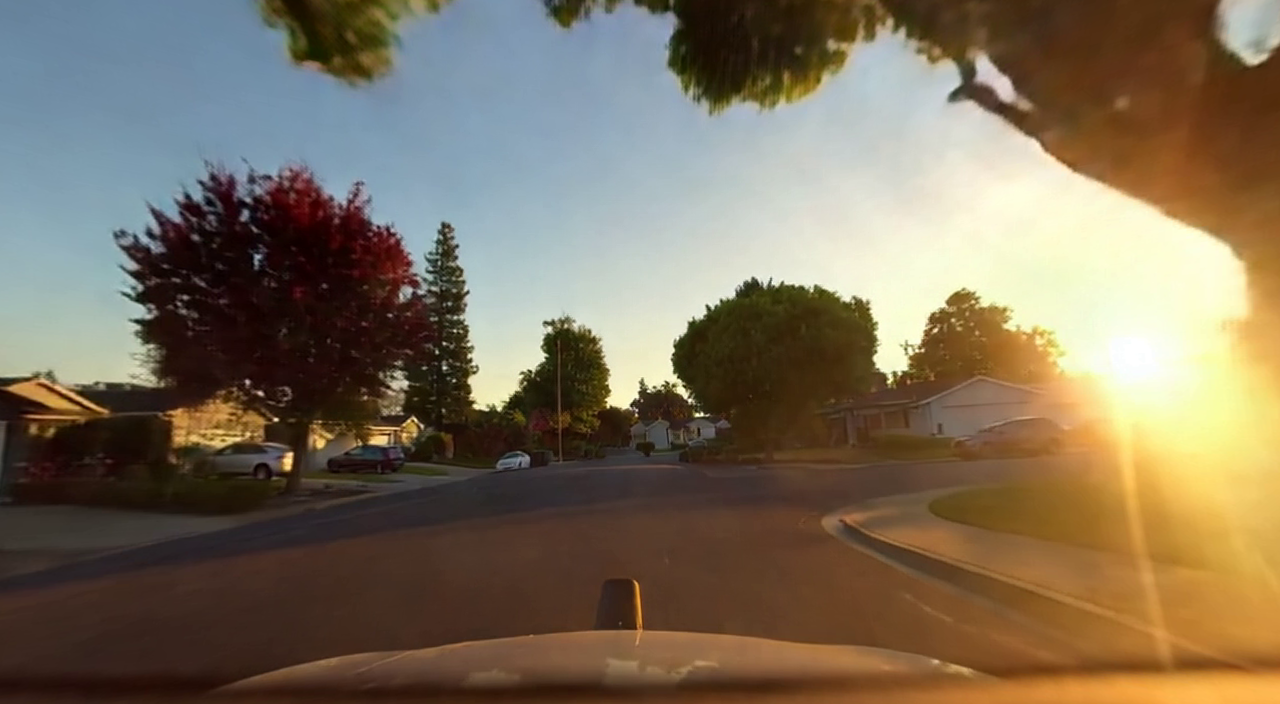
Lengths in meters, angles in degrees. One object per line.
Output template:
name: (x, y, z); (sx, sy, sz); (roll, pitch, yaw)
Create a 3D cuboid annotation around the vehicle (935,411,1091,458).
vehicle: (17.569, 3.954, 29.795); (6.088, 2.084, 2.337); (1, -10, -9)

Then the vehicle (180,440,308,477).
vehicle: (-18.483, 5.002, 29.651); (1.829, 1.584, 4.748); (-5, -10, 27)

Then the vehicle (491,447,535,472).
vehicle: (-8.313, 7.075, 41.664); (2.040, 1.525, 5.212); (0, -9, -2)

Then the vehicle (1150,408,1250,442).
vehicle: (34.346, 4.534, 38.772); (2.029, 1.747, 4.373); (0, -11, 0)

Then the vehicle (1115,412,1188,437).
vehicle: (35.258, 5.068, 43.521); (1.971, 1.581, 4.495); (-2, -9, 12)

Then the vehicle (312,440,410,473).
vehicle: (-16.147, 6.077, 36.621); (4.683, 1.849, 2.044); (0, -9, -5)
